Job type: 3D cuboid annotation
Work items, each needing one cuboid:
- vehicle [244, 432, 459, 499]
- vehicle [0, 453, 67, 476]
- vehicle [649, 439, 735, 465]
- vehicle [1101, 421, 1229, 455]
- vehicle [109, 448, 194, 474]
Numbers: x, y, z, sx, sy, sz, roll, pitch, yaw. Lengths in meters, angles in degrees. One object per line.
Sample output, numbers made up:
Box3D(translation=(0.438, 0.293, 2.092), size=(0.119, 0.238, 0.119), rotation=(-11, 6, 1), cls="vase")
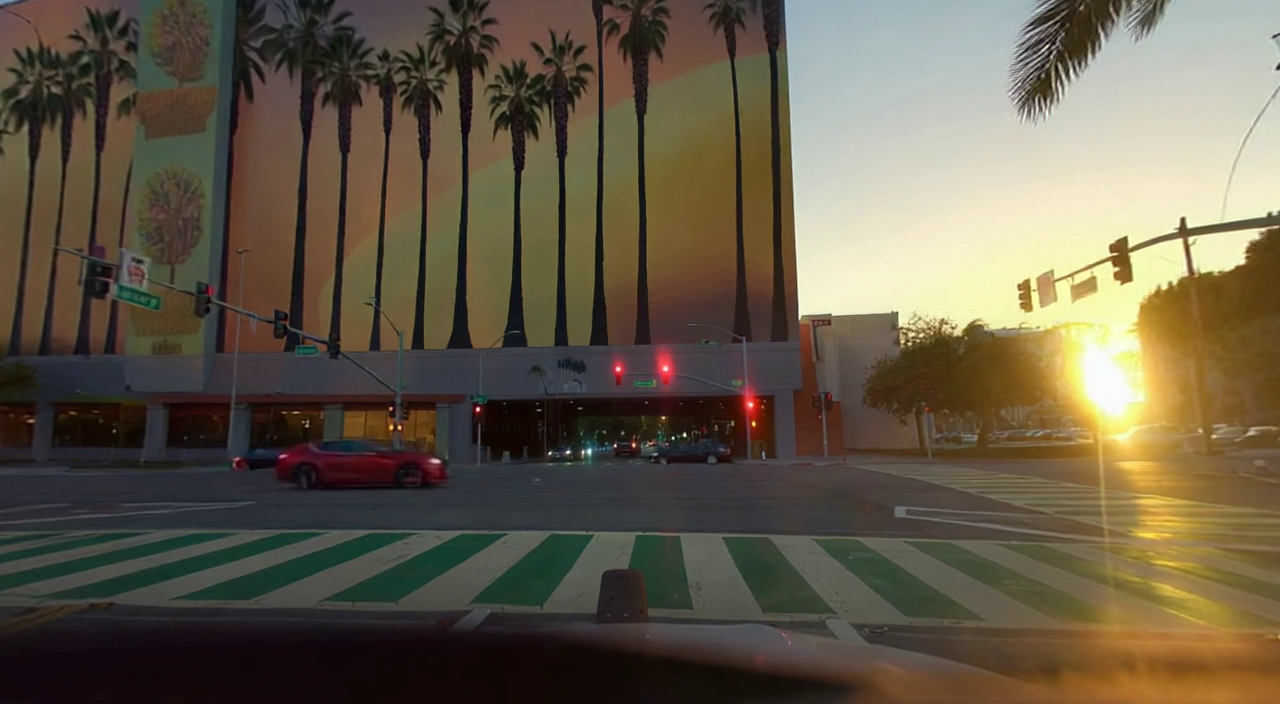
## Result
Box3D(translation=(-7.703, 3.061, 17.164), size=(4.875, 1.669, 1.953), rotation=(-1, -8, 3), cls="vehicle")
Box3D(translation=(-41.680, 7.612, 42.784), size=(3.698, 1.508, 1.779), rotation=(0, -8, 1), cls="vehicle")
Box3D(translation=(2.962, 5.842, 36.819), size=(4.893, 1.458, 1.791), rotation=(0, -8, 1), cls="vehicle")
Box3D(translation=(30.588, 5.049, 36.839), size=(5.477, 1.880, 2.125), rotation=(0, -8, 1), cls="vehicle")
Box3D(translation=(-33.076, 7.395, 42.765), size=(4.136, 1.661, 1.857), rotation=(0, -8, 0), cls="vehicle")
